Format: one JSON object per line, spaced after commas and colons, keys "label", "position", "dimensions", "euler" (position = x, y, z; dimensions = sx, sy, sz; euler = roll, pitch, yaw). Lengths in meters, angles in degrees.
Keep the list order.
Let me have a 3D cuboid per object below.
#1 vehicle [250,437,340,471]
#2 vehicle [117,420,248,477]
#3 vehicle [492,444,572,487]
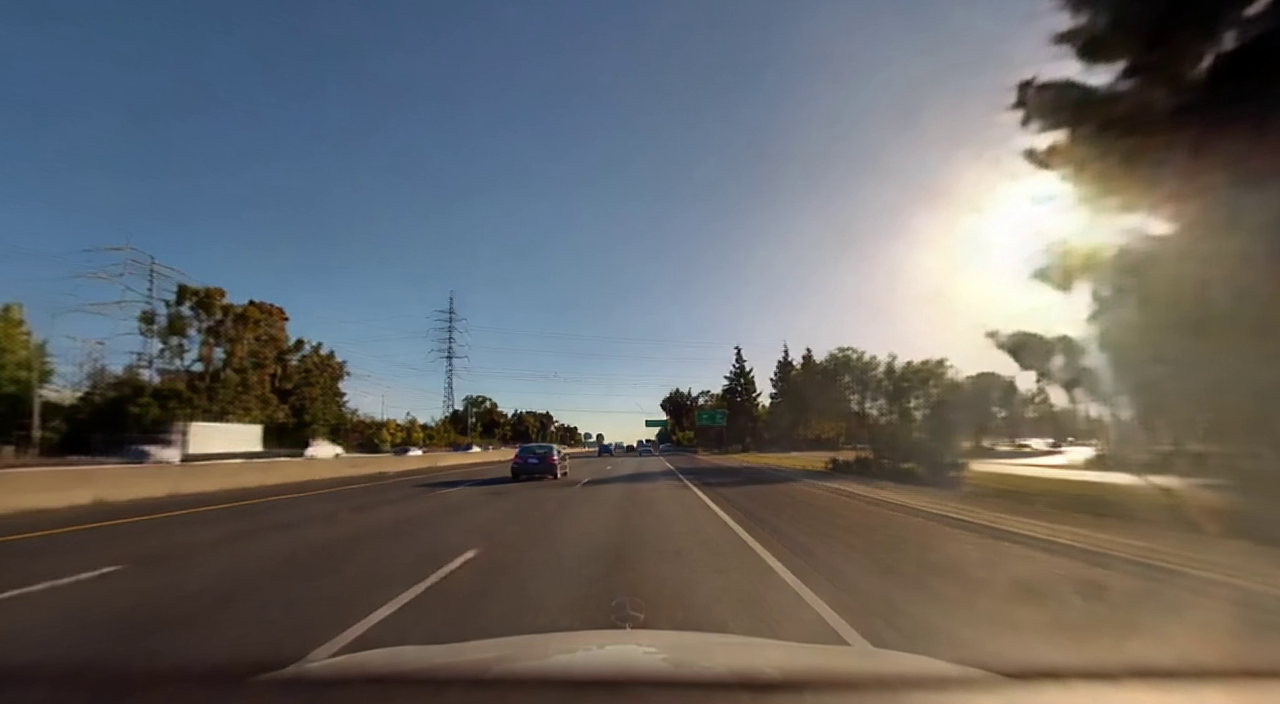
{"label": "vehicle", "position": [-22.332, 6.616, 41.214], "dimensions": [2.208, 1.997, 6.406], "euler": [-1, -9, 1]}
{"label": "vehicle", "position": [-28.024, 5.961, 39.155], "dimensions": [2.746, 3.161, 7.145], "euler": [0, -9, -1]}
{"label": "vehicle", "position": [-3.800, 4.075, 23.028], "dimensions": [2.048, 1.368, 4.613], "euler": [-1, -9, 1]}
